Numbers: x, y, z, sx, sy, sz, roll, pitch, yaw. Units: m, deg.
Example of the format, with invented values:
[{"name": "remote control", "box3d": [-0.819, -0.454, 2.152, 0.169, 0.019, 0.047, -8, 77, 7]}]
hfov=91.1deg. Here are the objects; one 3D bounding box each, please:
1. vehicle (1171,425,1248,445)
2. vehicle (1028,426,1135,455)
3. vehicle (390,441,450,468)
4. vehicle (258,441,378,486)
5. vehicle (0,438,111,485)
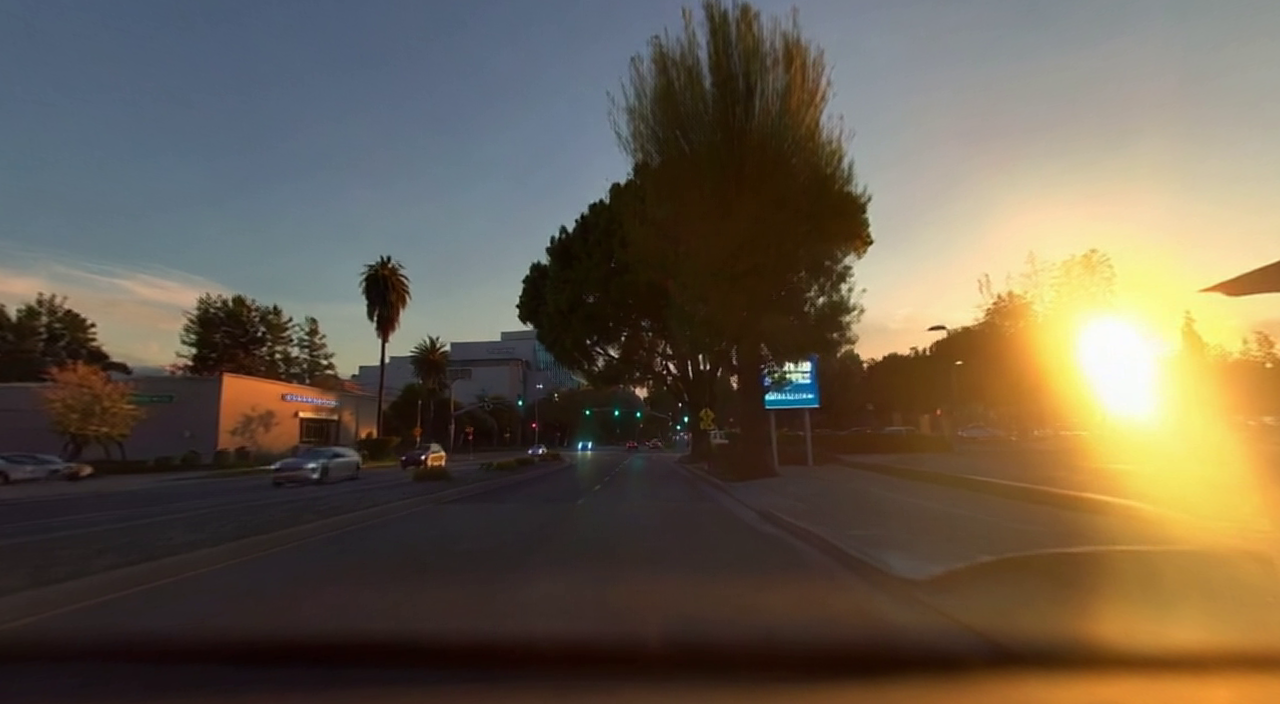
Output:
[{"name": "vehicle", "box3d": [45.231, 6.613, 49.912, 4.301, 1.498, 1.875, 0, -9, 0]}, {"name": "vehicle", "box3d": [25.314, 5.081, 36.105, 4.649, 1.611, 1.945, 0, -9, -1]}, {"name": "vehicle", "box3d": [-16.382, 7.660, 47.141, 2.221, 1.832, 5.572, 0, -9, 3]}, {"name": "vehicle", "box3d": [-12.043, 4.192, 23.922, 2.078, 1.532, 4.627, 0, -9, 1]}, {"name": "vehicle", "box3d": [-29.788, 5.355, 30.368, 6.383, 1.887, 2.223, -4, -9, 0]}]
